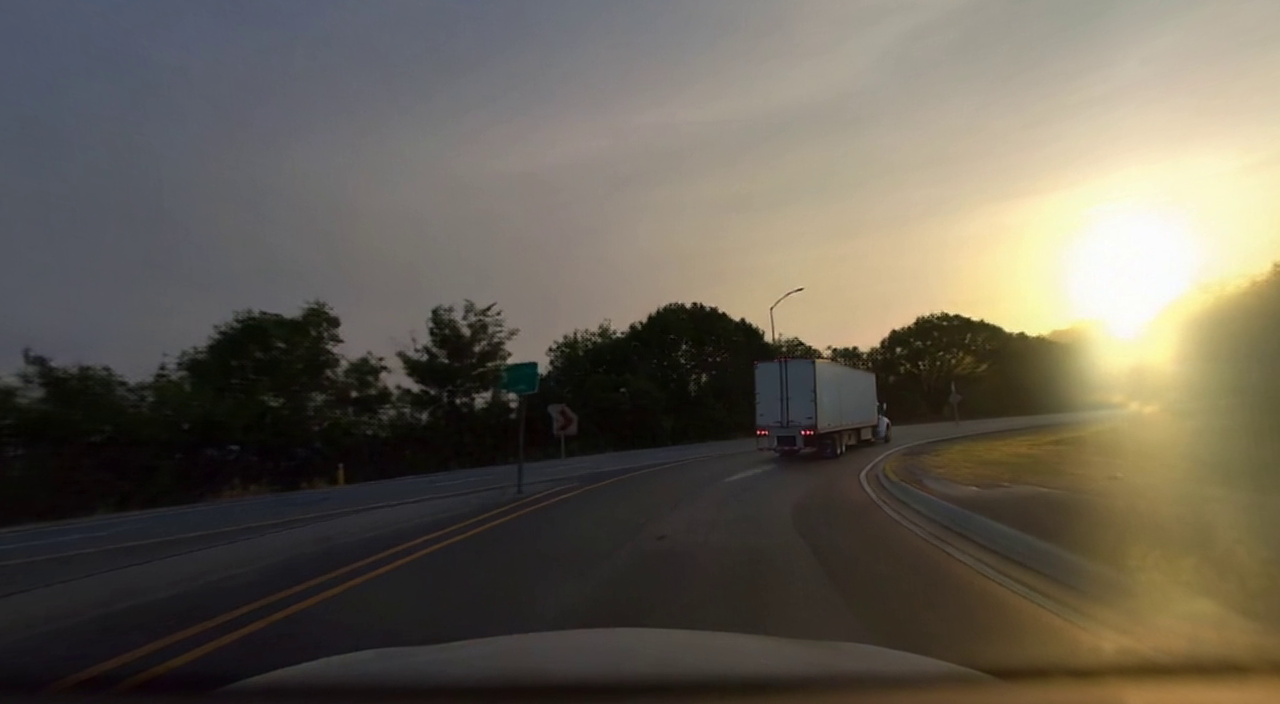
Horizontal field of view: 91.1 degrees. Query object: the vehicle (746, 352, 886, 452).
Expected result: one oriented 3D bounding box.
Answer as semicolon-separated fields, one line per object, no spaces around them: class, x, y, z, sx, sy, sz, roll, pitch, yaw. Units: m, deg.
vehicle;8.313;2.534;28.335;2.837;3.712;10.484;-5;-9;33
